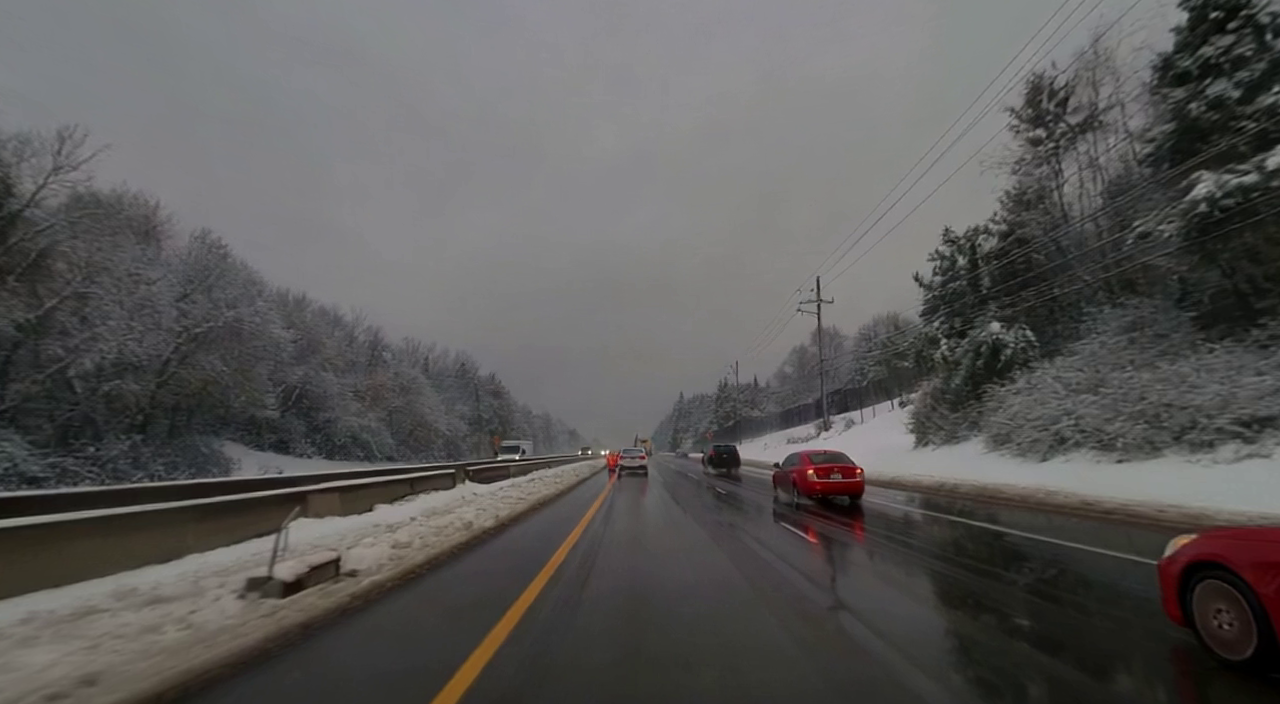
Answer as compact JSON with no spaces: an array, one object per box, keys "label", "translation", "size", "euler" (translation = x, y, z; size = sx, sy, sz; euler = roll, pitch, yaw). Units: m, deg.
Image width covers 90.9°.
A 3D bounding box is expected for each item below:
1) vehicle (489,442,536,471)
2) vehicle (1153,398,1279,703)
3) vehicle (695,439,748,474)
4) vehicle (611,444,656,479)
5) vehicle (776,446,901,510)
[{"label":"vehicle","translation":[-8.476,6.975,42.366],"size":[2.066,1.811,4.683],"euler":[0,-8,2]},{"label":"vehicle","translation":[4.304,0.799,1.718],"size":[1.997,1.568,4.529],"euler":[0,-8,0]},{"label":"vehicle","translation":[4.911,6.385,38.882],"size":[2.559,1.943,5.610],"euler":[0,-8,0]},{"label":"vehicle","translation":[-0.280,5.374,31.295],"size":[2.096,1.583,4.150],"euler":[0,-8,0]},{"label":"vehicle","translation":[4.884,3.126,16.143],"size":[1.881,1.409,4.016],"euler":[0,-8,0]}]
